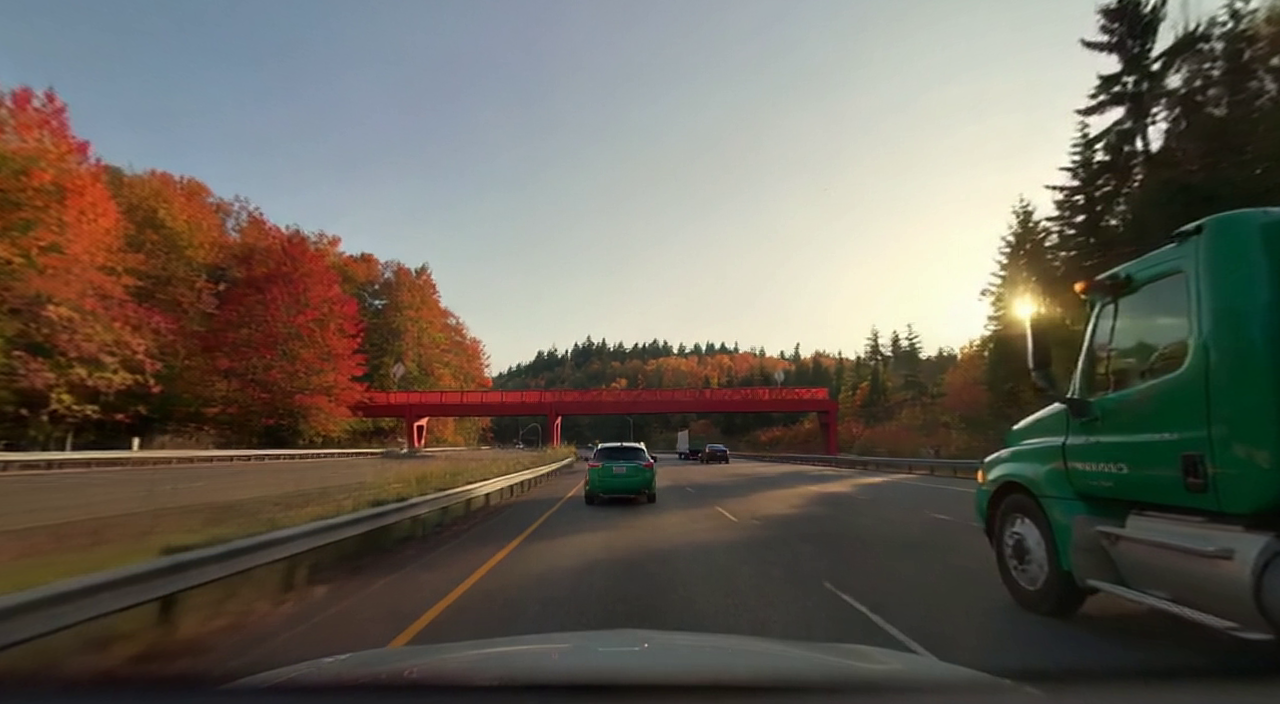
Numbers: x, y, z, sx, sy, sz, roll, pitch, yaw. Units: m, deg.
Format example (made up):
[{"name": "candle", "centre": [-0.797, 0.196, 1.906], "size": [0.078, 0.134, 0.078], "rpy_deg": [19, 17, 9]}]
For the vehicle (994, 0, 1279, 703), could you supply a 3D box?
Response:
[{"name": "vehicle", "centre": [4.333, -0.548, 0.246], "size": [2.992, 3.920, 8.831], "rpy_deg": [0, -9, -1]}]

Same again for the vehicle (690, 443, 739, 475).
[{"name": "vehicle", "centre": [3.765, 5.447, 32.170], "size": [1.894, 1.487, 3.751], "rpy_deg": [0, -9, -2]}]

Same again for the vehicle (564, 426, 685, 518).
[{"name": "vehicle", "centre": [-0.312, 2.556, 13.807], "size": [2.259, 1.699, 4.015], "rpy_deg": [0, -9, 0]}]
